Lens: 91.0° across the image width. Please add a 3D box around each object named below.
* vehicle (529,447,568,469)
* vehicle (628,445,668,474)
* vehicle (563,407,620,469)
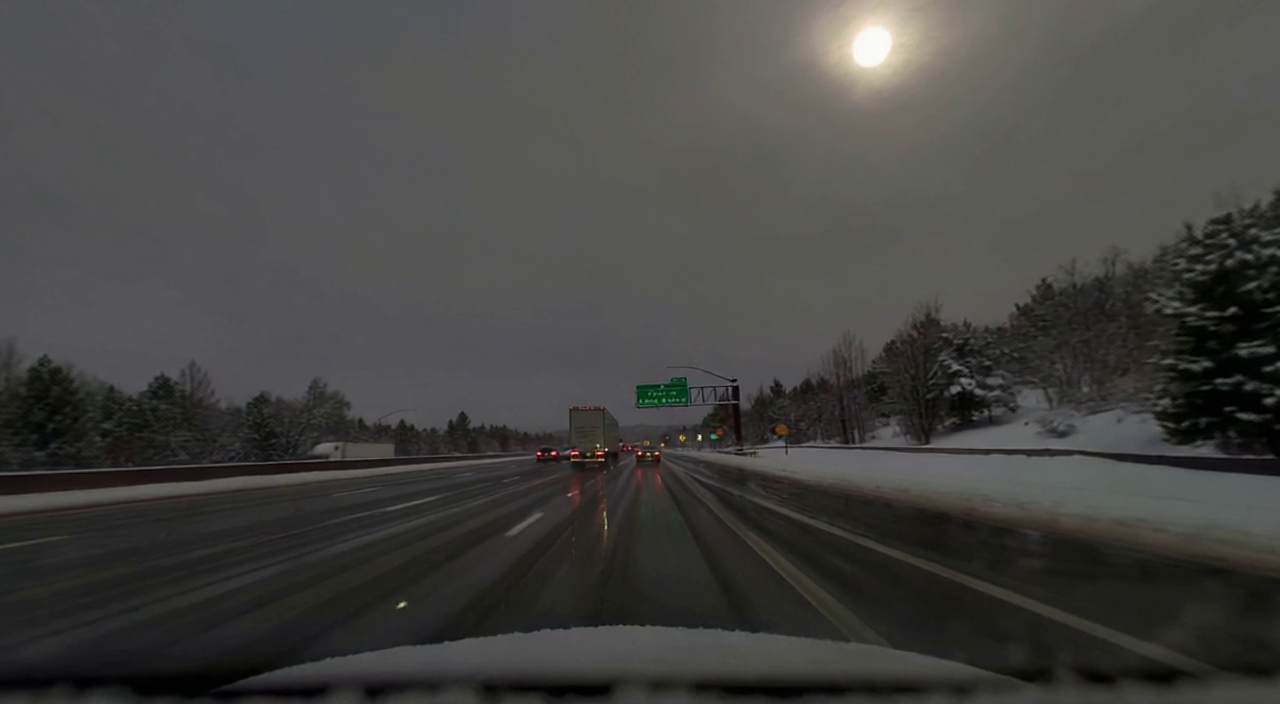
[{"bbox_3d":[-6.717,7.833,46.732,1.996,1.495,4.671,-1,-9,3],"label":"vehicle"},{"bbox_3d":[0.394,5.865,34.688,2.066,1.469,4.050,0,-9,0],"label":"vehicle"},{"bbox_3d":[-3.300,6.377,46.253,3.053,3.948,11.288,0,-9,1],"label":"vehicle"}]
